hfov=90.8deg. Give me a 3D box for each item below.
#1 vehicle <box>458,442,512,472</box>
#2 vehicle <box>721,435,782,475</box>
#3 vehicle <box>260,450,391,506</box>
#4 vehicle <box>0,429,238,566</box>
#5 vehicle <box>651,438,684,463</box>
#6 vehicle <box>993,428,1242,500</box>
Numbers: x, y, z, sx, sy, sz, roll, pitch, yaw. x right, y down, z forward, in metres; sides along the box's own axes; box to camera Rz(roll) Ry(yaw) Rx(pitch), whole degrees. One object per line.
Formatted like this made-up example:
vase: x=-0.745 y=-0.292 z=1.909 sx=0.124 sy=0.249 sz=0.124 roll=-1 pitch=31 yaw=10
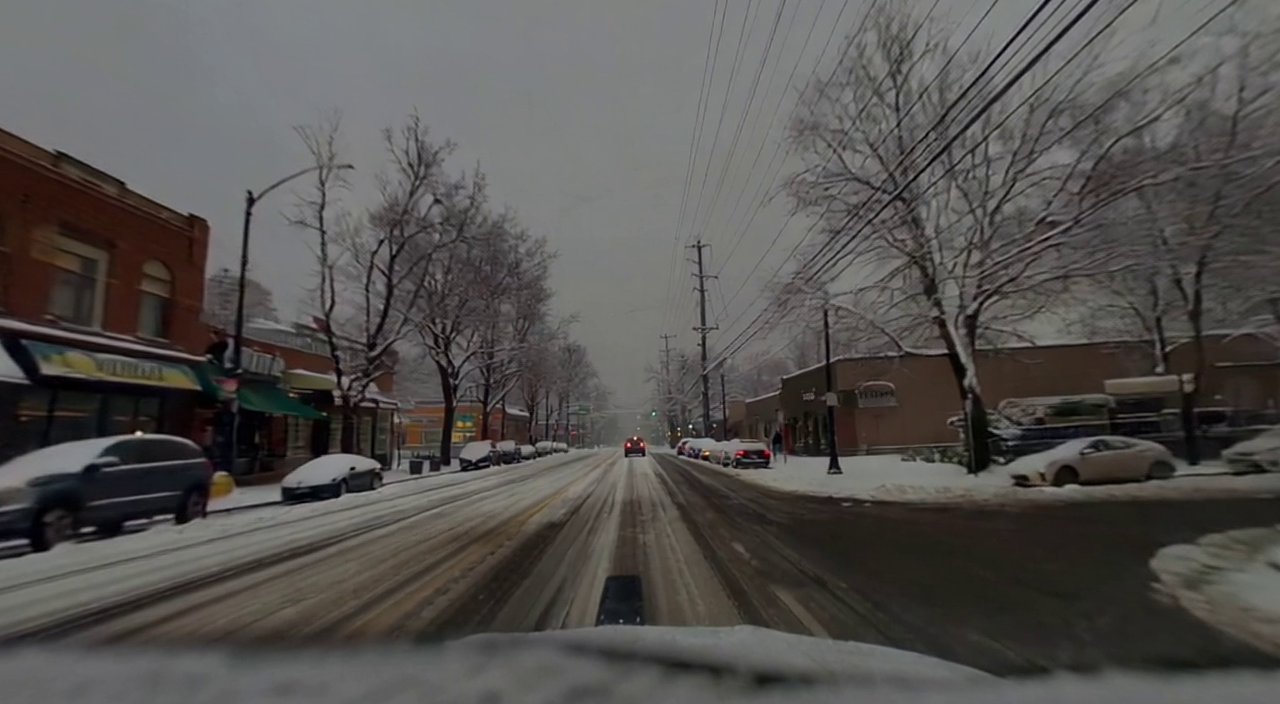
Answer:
vehicle: x=-10.058 y=6.810 z=41.448 sx=2.081 sy=1.819 sz=5.607 roll=-1 pitch=-8 yaw=0
vehicle: x=5.479 y=5.124 z=31.821 sx=2.042 sy=1.787 sz=5.110 roll=0 pitch=-8 yaw=-1
vehicle: x=-9.847 y=3.948 z=20.334 sx=1.802 sy=1.397 sz=5.226 roll=0 pitch=-8 yaw=-3
vehicle: x=-9.663 y=2.319 z=10.971 sx=2.037 sy=1.826 sz=4.987 roll=-1 pitch=-8 yaw=0
vehicle: x=1.855 y=6.805 z=43.822 sx=1.998 sy=1.580 sz=4.015 roll=0 pitch=-8 yaw=-2
vehicle: x=11.891 y=2.794 z=16.022 sx=4.563 sy=1.633 sz=2.144 roll=0 pitch=-8 yaw=-1
